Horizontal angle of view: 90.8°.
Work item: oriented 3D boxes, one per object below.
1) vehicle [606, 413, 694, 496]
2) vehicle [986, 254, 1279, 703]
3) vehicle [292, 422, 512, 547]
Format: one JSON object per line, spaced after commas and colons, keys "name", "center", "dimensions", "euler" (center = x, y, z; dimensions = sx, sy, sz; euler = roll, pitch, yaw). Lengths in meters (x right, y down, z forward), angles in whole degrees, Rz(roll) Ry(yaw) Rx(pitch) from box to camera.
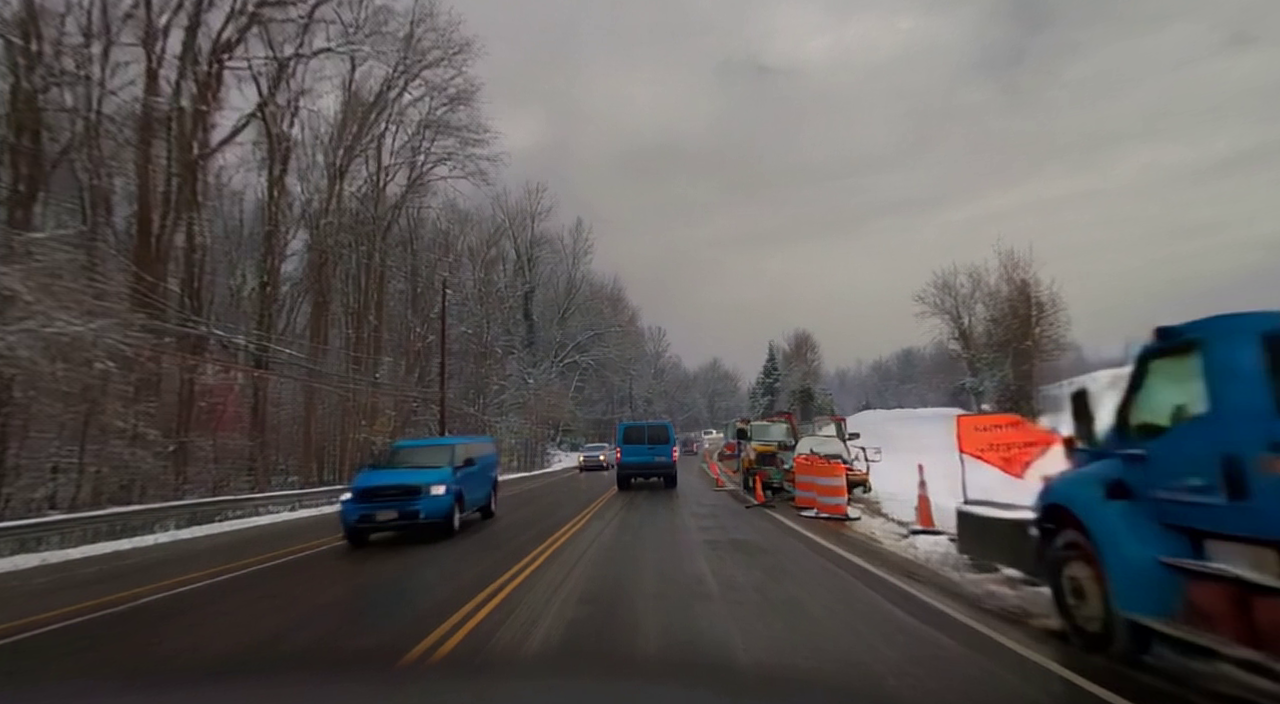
{"name": "vehicle", "center": [0.345, 3.151, 19.653], "dimensions": [2.362, 2.247, 4.892], "euler": [0, -9, 2]}
{"name": "vehicle", "center": [3.834, 0.395, 0.776], "dimensions": [2.833, 2.033, 7.668], "euler": [0, -9, 3]}
{"name": "vehicle", "center": [-4.049, 2.353, 11.971], "dimensions": [2.230, 1.842, 5.014], "euler": [0, -9, 0]}
